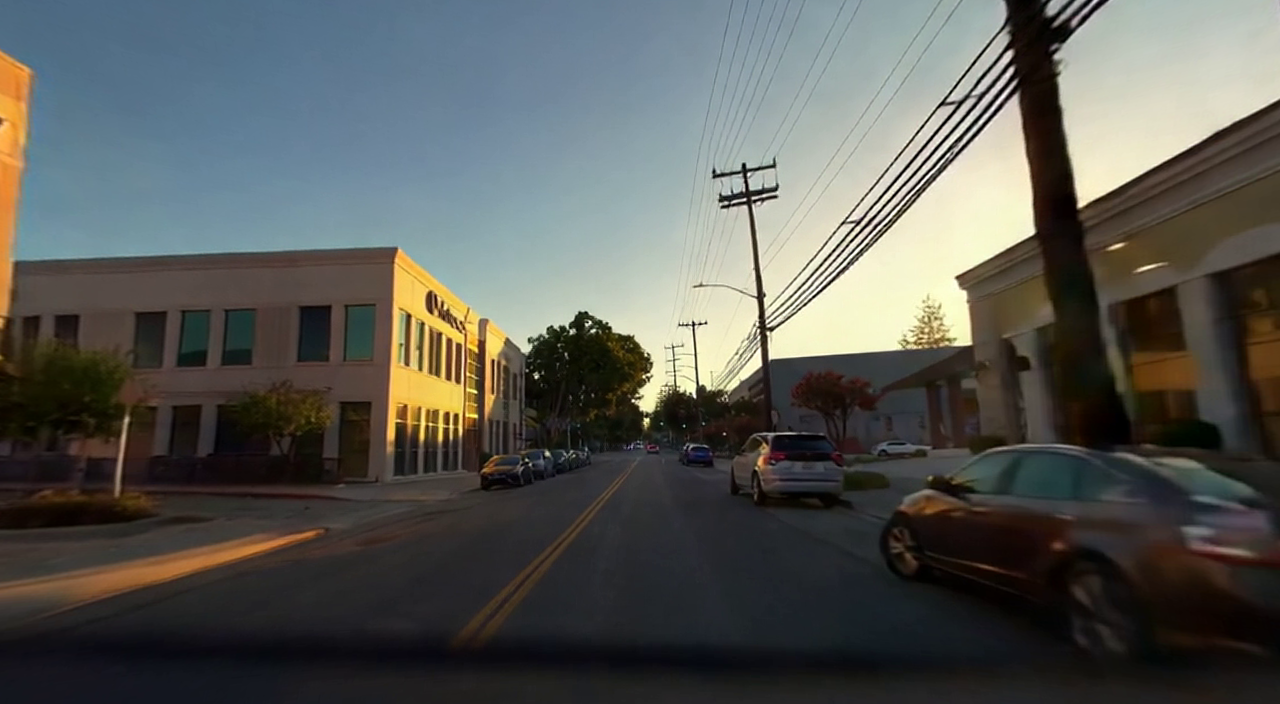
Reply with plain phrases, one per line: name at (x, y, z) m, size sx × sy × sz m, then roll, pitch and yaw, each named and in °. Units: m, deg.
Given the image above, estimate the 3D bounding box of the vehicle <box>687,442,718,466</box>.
vehicle at (4.384, 7.266, 45.172) m, size 1.948 × 1.607 × 4.873 m, roll -1°, pitch -8°, yaw 3°

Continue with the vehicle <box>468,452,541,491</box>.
vehicle at (-5.661, 5.012, 26.895) m, size 1.982 × 1.453 × 4.577 m, roll -1°, pitch -8°, yaw 2°

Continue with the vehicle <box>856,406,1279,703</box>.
vehicle at (3.545, 1.287, 4.628) m, size 2.060 × 1.513 × 4.741 m, roll 0°, pitch -8°, yaw -2°

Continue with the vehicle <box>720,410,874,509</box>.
vehicle at (3.800, 2.782, 16.764) m, size 2.485 × 2.123 × 6.029 m, roll 0°, pitch -8°, yaw 0°
